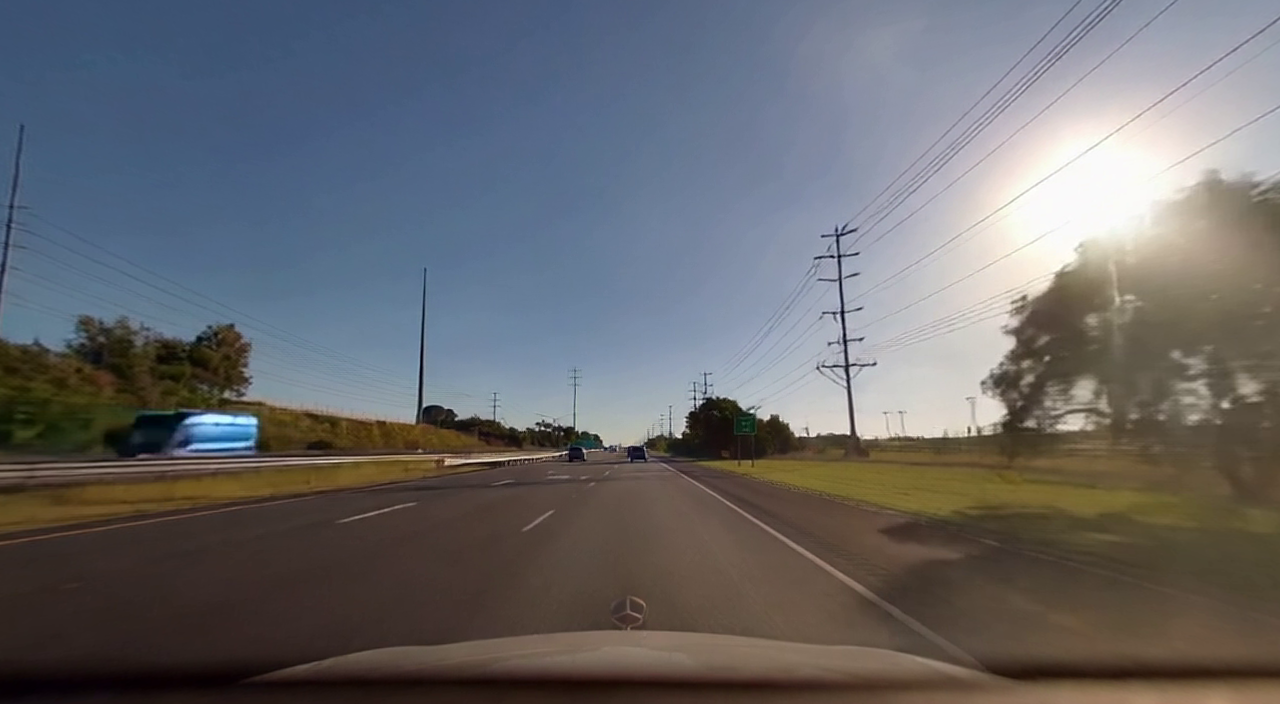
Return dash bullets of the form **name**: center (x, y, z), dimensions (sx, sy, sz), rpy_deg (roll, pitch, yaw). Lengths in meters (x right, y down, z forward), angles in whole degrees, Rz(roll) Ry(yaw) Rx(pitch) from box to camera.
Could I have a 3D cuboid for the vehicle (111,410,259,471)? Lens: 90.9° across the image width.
- **vehicle**: center (-18.921, 3.768, 26.658), dimensions (2.217, 2.296, 5.314), rpy_deg (0, -9, 0)
